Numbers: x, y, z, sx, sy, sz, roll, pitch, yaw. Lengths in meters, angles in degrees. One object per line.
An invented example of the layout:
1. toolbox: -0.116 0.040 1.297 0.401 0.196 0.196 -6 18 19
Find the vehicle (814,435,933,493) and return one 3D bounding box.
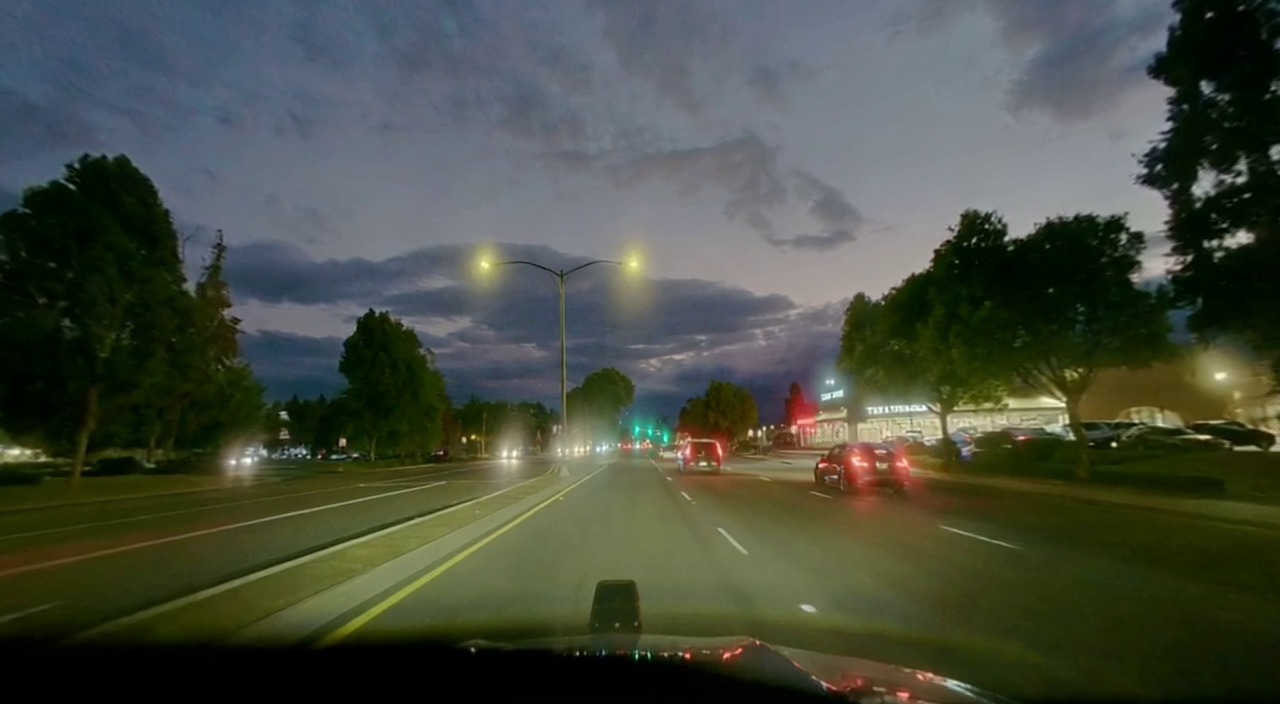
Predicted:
1. vehicle: 6.874 3.340 19.077 1.886 1.528 4.169 0 -9 -2

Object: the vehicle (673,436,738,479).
1. vehicle: 2.663 4.435 26.742 2.161 1.676 4.151 0 -9 -2

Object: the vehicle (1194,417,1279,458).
1. vehicle: 23.558 3.242 23.727 3.676 1.491 1.726 1 -9 -2

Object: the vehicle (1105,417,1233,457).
1. vehicle: 23.229 3.777 27.745 3.833 1.678 1.975 0 -9 -2
